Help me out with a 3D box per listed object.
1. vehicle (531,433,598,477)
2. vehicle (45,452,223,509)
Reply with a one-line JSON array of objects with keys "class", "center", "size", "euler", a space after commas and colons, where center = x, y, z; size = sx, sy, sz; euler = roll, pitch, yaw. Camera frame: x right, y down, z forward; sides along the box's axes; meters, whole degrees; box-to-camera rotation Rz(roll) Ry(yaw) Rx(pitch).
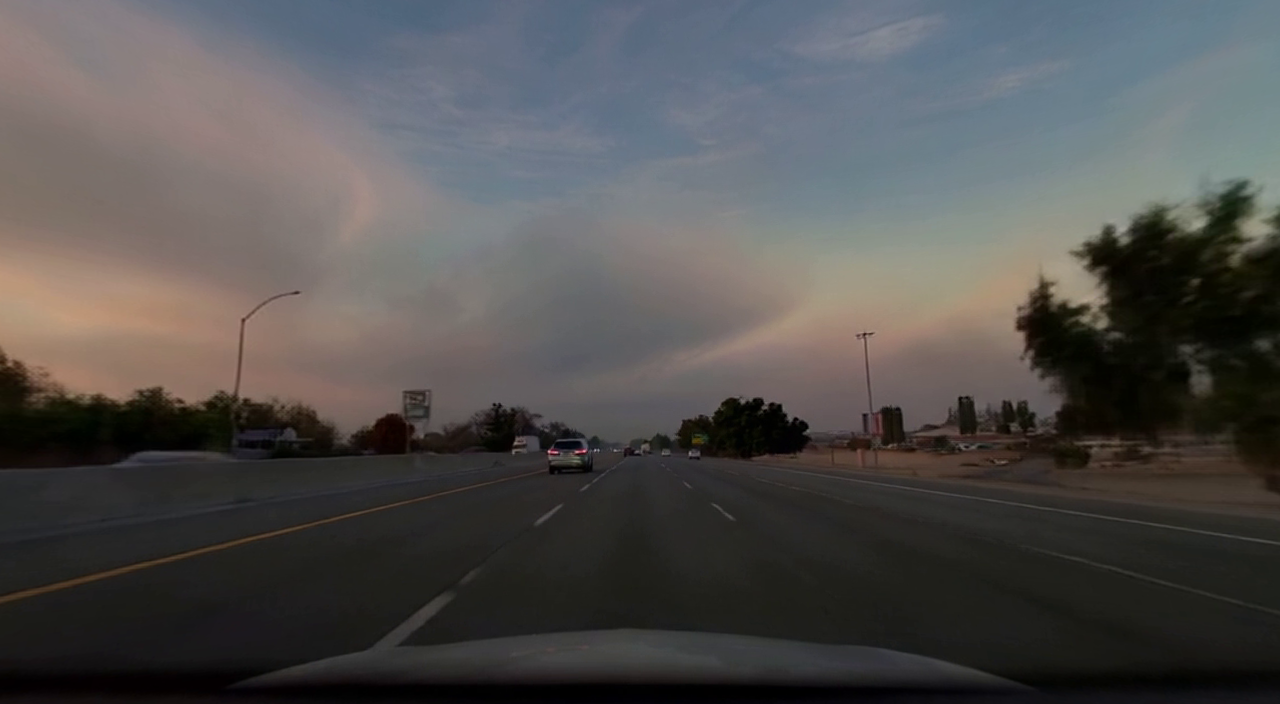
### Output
[{"class": "vehicle", "center": [-3.605, 5.107, 31.449], "size": [2.431, 1.928, 5.760], "euler": [0, -9, 2]}, {"class": "vehicle", "center": [-15.592, 3.929, 19.798], "size": [1.879, 1.526, 4.404], "euler": [0, -9, 1]}]
